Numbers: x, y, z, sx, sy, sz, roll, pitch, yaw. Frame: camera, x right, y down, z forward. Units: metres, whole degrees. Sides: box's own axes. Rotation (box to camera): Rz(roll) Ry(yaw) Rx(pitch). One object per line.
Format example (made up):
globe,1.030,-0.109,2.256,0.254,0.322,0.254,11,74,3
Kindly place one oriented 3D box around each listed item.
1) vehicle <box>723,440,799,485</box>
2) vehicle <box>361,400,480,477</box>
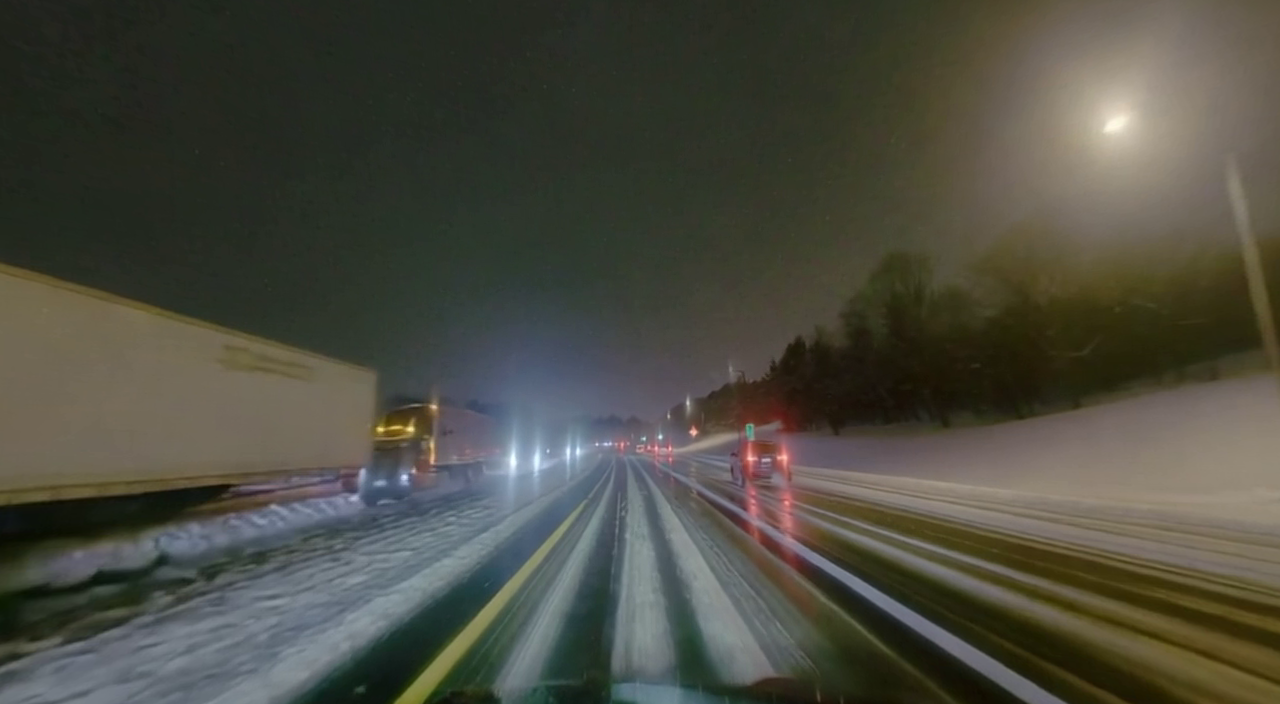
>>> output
vehicle,4.263,3.959,22.665,1.917,1.488,3.693,0,-9,-1
vehicle,-13.645,5.741,40.893,2.948,4.131,13.894,0,-9,-1
